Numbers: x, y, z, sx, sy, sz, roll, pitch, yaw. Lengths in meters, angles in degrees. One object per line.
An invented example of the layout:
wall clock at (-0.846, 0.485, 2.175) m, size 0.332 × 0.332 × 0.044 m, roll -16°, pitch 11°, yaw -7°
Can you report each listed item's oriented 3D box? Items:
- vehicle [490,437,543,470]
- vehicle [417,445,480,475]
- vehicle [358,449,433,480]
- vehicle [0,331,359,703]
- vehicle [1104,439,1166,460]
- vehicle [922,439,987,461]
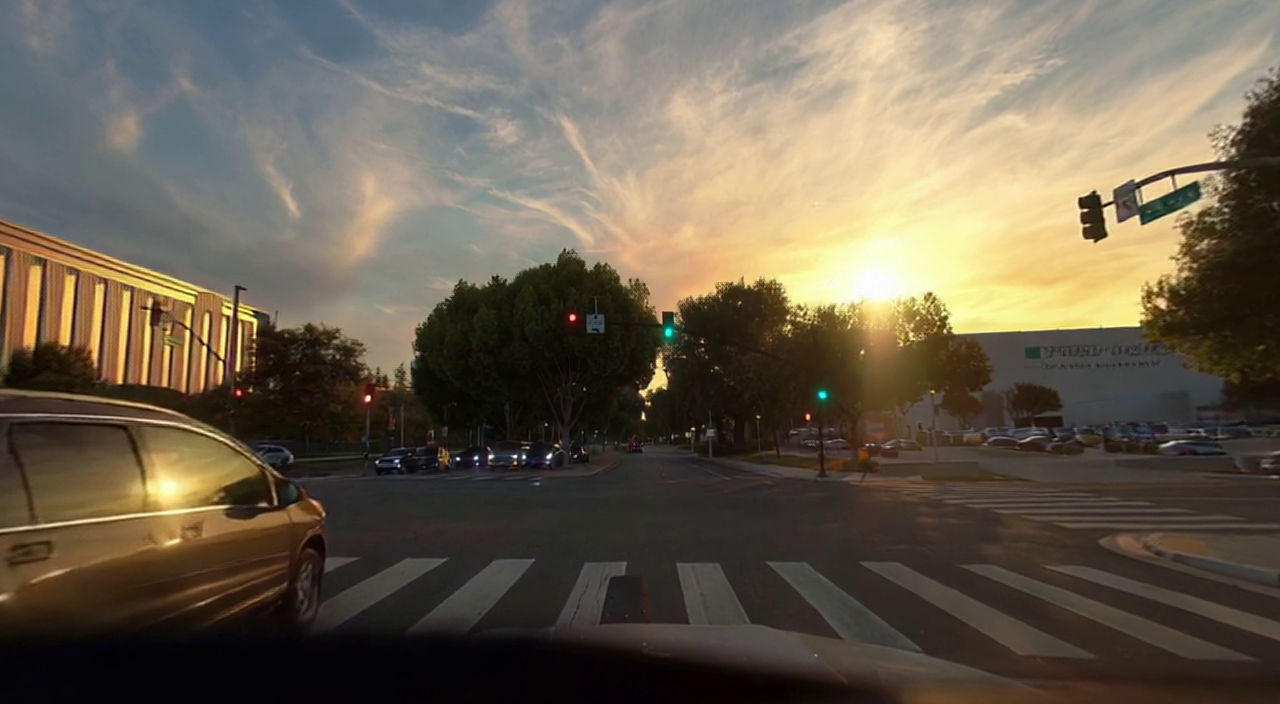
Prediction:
vehicle at (-7.177, 5.949, 37.182) m, size 2.081 × 1.818 × 4.782 m, roll 0°, pitch -8°, yaw 1°
vehicle at (-10.638, 6.009, 35.399) m, size 2.041 × 1.548 × 4.868 m, roll 0°, pitch -8°, yaw 0°
vehicle at (-13.063, 6.013, 34.079) m, size 2.011 × 1.480 × 4.747 m, roll 0°, pitch -8°, yaw 2°
vehicle at (-3.691, 1.030, 3.974) m, size 2.000 × 1.789 × 4.638 m, roll 1°, pitch -8°, yaw -5°
vehicle at (38.477, 7.594, 49.172) m, size 1.837 × 1.514 × 4.786 m, roll -2°, pitch -8°, yaw 13°
vehicle at (21.482, 6.691, 43.067) m, size 3.576 × 1.425 × 1.702 m, roll 2°, pitch -8°, yaw -11°
